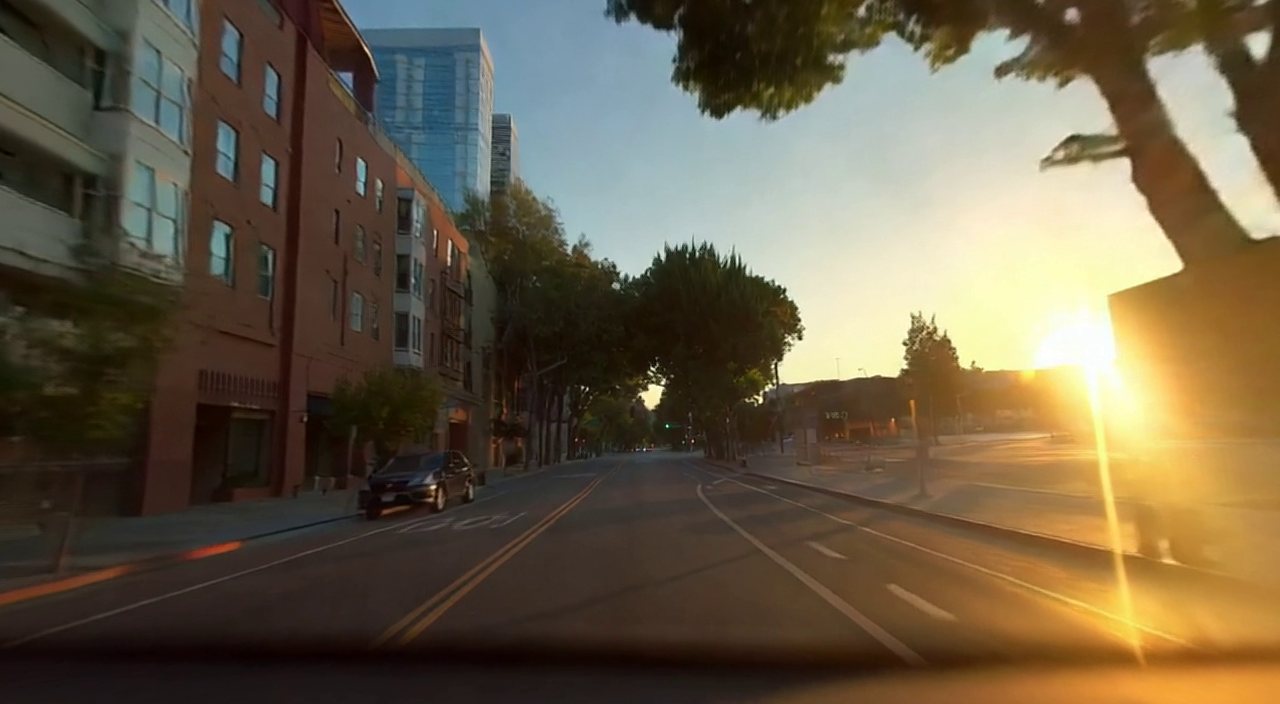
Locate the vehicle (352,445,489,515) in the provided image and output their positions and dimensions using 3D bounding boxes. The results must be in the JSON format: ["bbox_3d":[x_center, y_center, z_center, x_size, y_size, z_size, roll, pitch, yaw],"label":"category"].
[{"bbox_3d":[-6.099,3.572,18.287,2.147,1.701,4.879,-1,-8,1],"label":"vehicle"}]
